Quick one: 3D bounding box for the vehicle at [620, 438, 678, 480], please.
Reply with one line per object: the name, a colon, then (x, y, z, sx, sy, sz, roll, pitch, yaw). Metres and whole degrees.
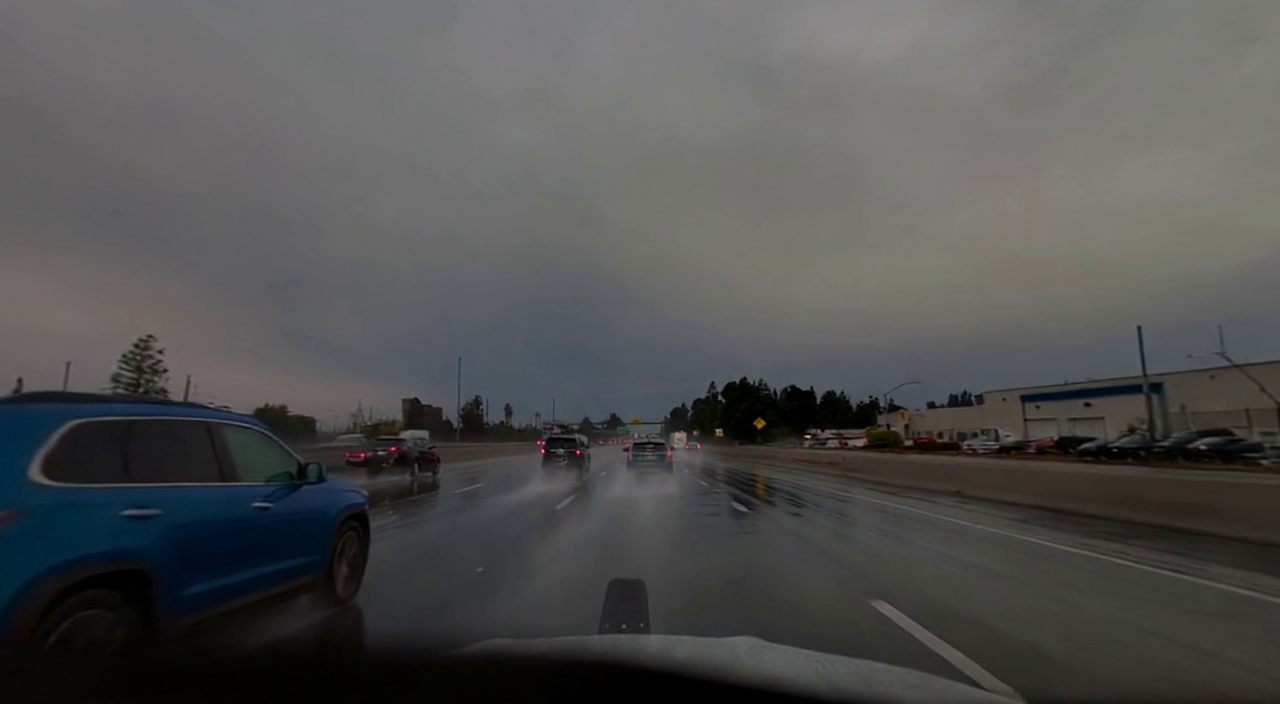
vehicle: (0.338, 4.113, 24.548, 2.090, 1.474, 3.970, 0, -8, 0)

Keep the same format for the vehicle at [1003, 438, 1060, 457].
vehicle: (30.551, 7.492, 49.388, 1.598, 1.384, 4.580, 0, -8, 1)

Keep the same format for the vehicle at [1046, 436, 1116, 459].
vehicle: (30.470, 6.604, 43.716, 1.722, 1.461, 4.302, 0, -8, 1)

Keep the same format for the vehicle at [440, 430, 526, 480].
vehicle: (-6.180, 4.130, 25.538, 2.125, 1.804, 4.864, 0, -8, 1)

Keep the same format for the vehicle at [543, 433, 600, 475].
vehicle: (-2.959, 4.498, 28.048, 2.007, 1.730, 4.412, 0, -8, 0)

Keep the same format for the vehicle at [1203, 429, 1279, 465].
vehicle: (30.334, 4.633, 30.692, 1.843, 1.626, 4.378, 0, -8, 1)

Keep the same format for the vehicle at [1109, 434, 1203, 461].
vehicle: (30.433, 5.664, 37.410, 1.838, 1.491, 4.554, 0, -8, 2)

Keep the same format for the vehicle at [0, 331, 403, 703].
vehicle: (-3.232, 0.985, 3.631, 1.961, 1.687, 4.453, 0, -8, 0)
